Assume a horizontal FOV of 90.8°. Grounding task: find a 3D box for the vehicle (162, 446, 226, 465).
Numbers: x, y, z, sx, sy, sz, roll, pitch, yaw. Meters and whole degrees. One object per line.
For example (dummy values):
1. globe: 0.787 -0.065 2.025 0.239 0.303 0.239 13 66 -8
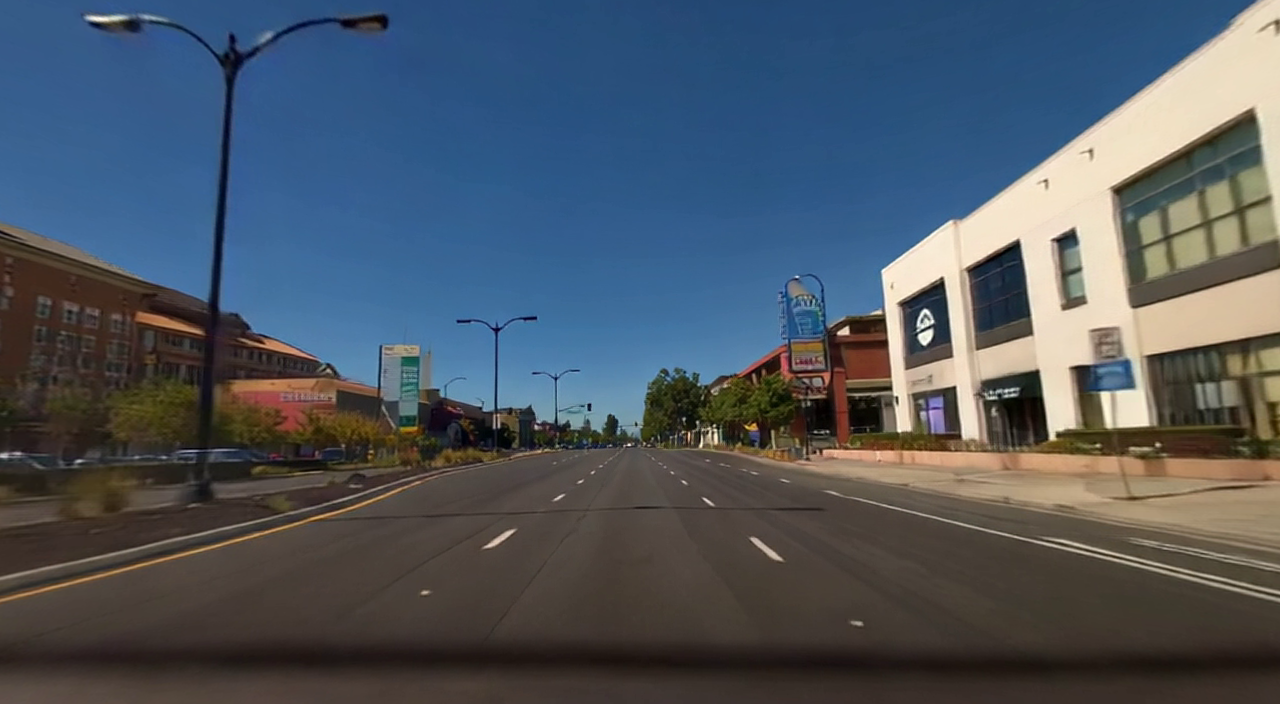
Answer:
1. vehicle: -34.761 8.047 49.284 3.557 1.432 1.774 0 -8 -1
